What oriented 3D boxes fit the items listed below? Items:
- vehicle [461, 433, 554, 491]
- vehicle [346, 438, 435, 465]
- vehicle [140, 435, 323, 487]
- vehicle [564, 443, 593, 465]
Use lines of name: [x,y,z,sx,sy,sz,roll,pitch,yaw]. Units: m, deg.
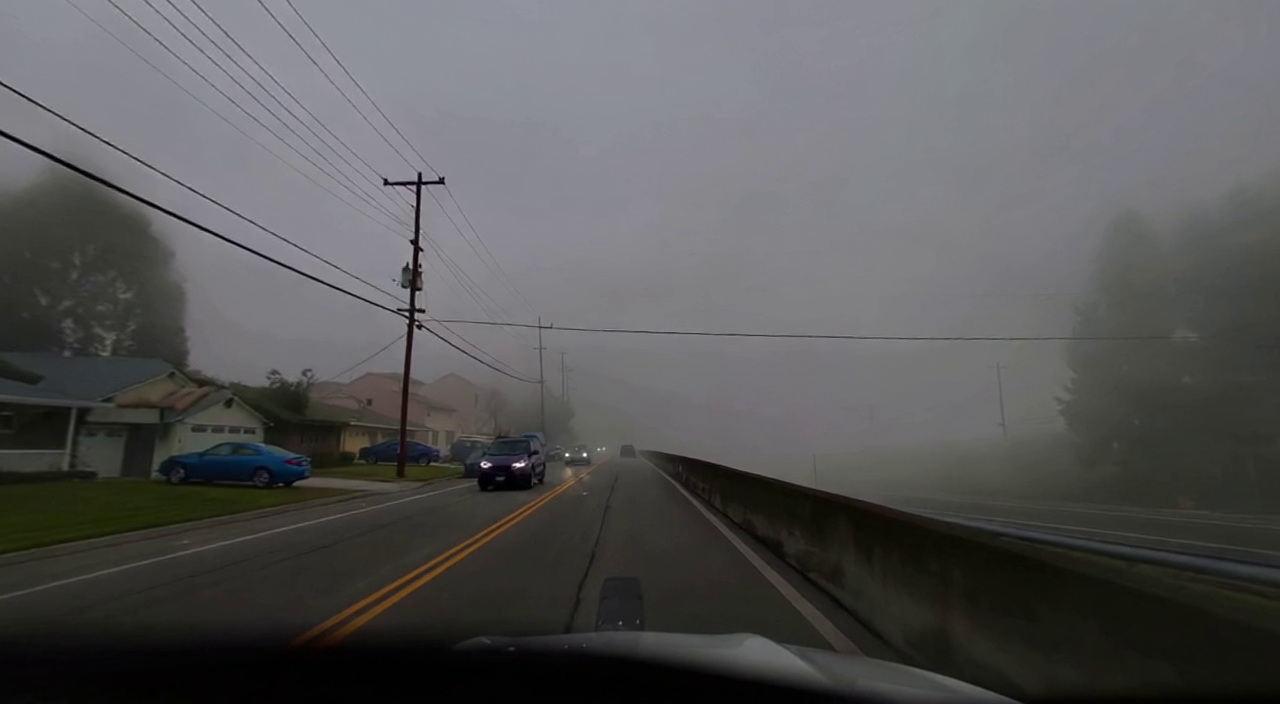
vehicle: [-4.296,3.645,21.288,2.153,1.715,4.333,0,-9,0]
vehicle: [-15.495,6.228,39.472,4.682,1.549,2.032,3,-9,-8]
vehicle: [-12.804,3.453,20.240,4.567,1.518,1.999,4,-9,-23]
vehicle: [-4.459,7.434,46.134,1.796,1.516,3.871,0,-9,0]
